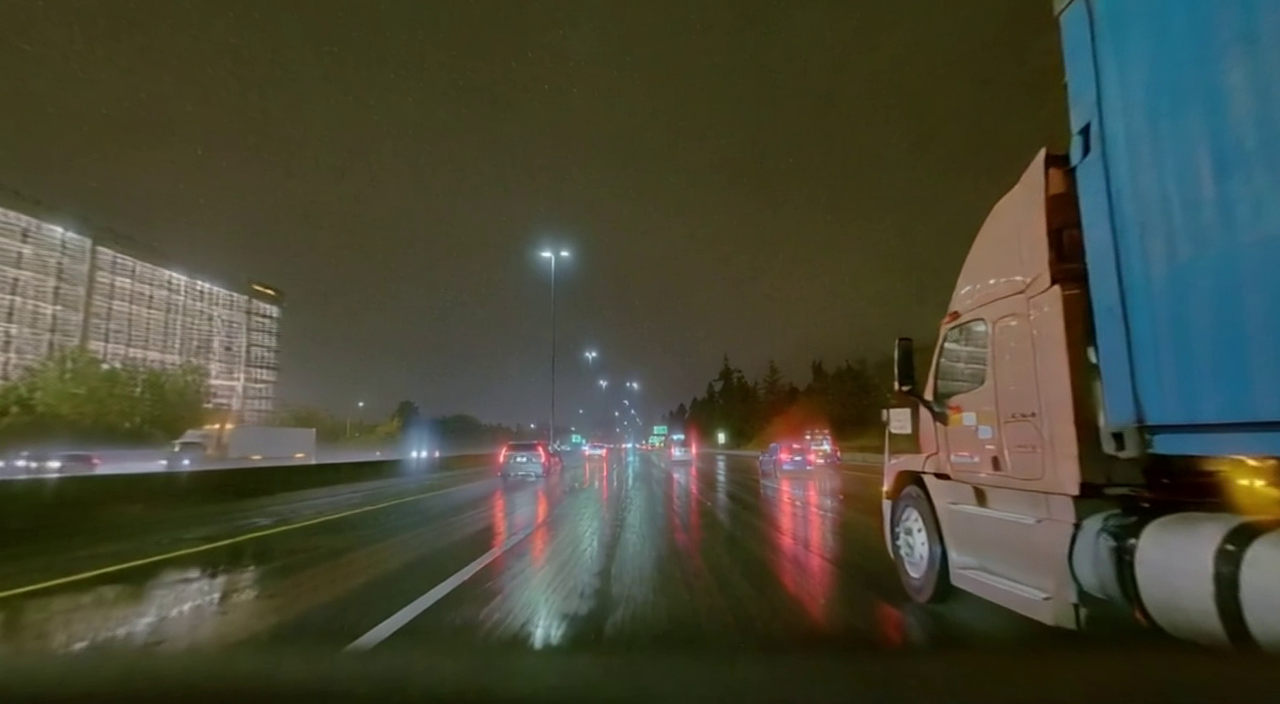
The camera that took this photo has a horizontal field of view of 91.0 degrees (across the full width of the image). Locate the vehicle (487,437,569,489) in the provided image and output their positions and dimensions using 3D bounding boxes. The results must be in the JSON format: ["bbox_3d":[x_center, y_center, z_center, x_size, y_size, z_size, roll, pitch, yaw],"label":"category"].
[{"bbox_3d":[-3.613,3.651,21.061,1.954,1.528,4.010,0,-9,0],"label":"vehicle"}]

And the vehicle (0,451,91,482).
[{"bbox_3d":[-32.280,6.056,33.527,1.863,1.470,4.531,0,-9,1],"label":"vehicle"}]

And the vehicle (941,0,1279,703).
[{"bbox_3d":[3.686,-0.349,1.219,3.089,3.779,6.420,0,-9,2],"label":"vehicle"}]
